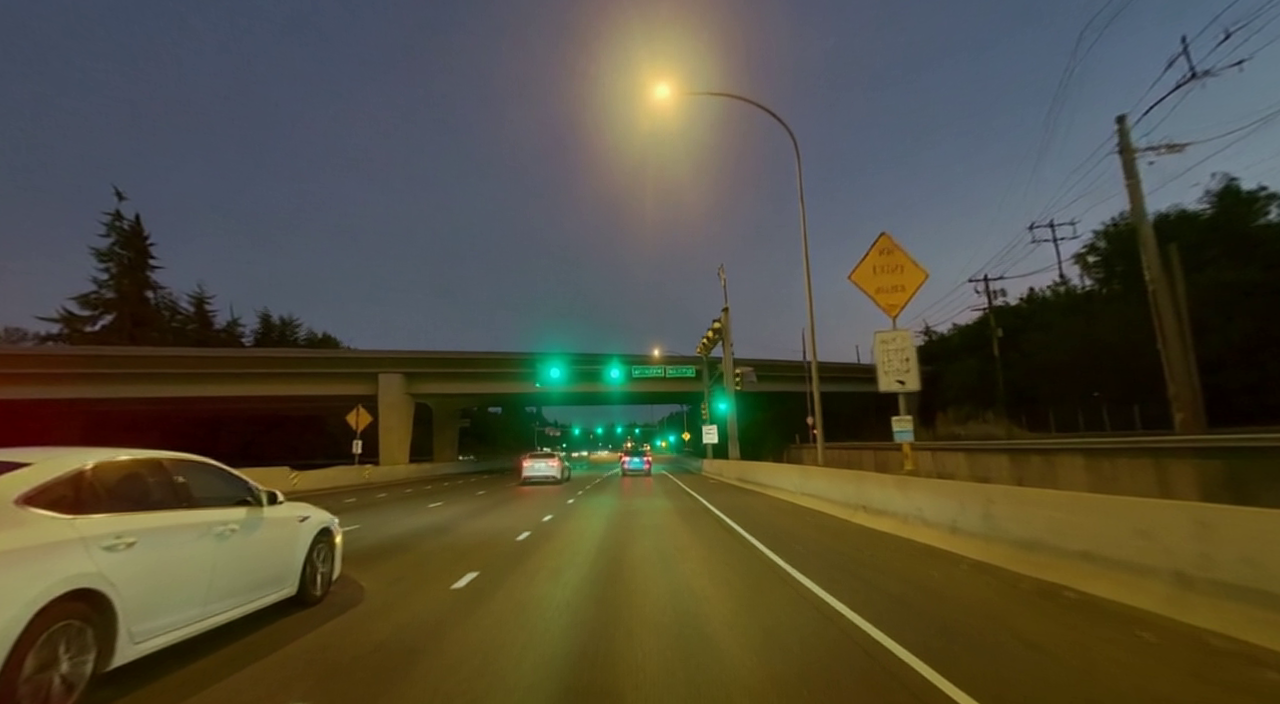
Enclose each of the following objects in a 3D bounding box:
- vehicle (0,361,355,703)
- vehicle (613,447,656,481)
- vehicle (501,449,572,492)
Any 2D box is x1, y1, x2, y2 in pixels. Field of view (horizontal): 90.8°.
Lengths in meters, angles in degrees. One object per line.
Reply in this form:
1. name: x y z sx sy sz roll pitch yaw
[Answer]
1. vehicle: -3.490 1.006 3.357 1.925 1.666 4.271 0 -8 0
2. vehicle: -0.277 5.487 31.248 1.985 1.565 3.968 0 -8 -1
3. vehicle: -3.752 4.367 23.690 1.946 1.437 4.154 0 -8 0
